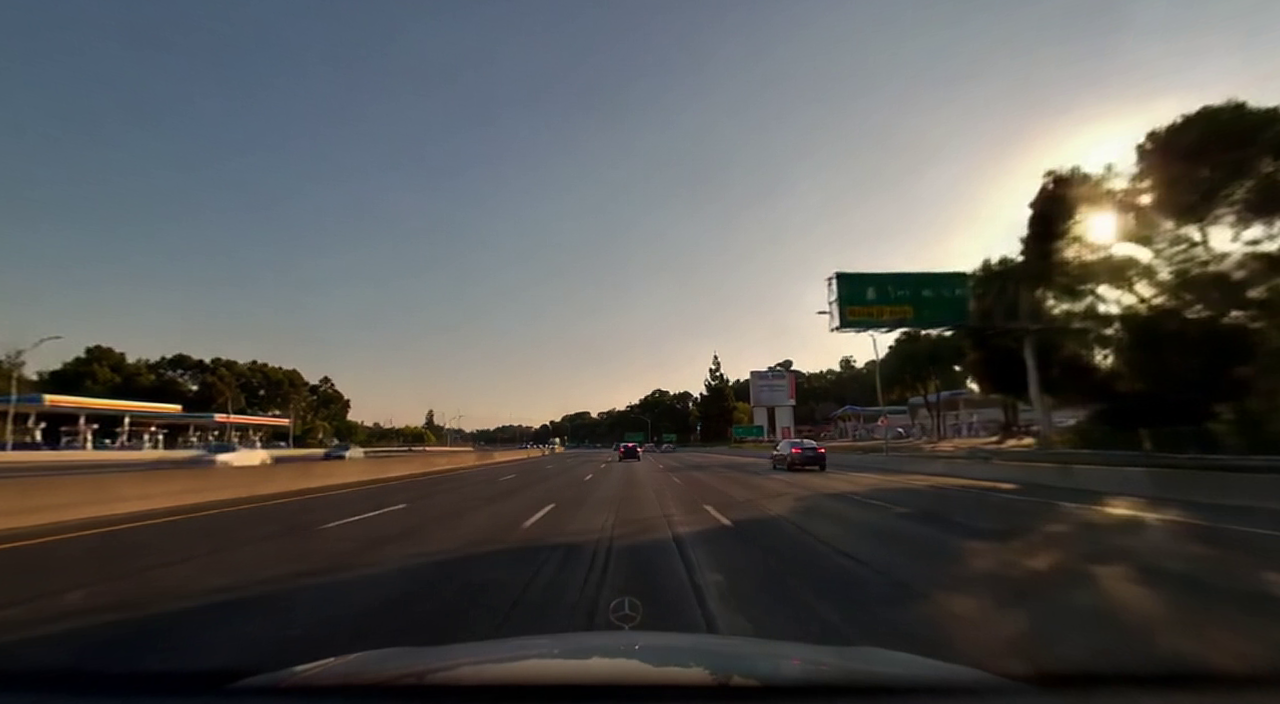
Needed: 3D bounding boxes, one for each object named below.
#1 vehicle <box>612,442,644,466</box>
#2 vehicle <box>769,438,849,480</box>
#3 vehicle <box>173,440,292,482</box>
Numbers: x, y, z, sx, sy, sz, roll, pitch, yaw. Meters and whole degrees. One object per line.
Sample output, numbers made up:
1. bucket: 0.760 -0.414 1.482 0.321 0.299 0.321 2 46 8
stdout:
1. vehicle: -0.795 6.622 41.099 1.999 1.473 4.351 0 -8 -2
2. vehicle: 6.365 4.073 24.258 1.867 1.463 4.295 0 -8 0
3. vehicle: -15.389 4.107 24.115 1.848 1.429 4.039 0 -8 0
